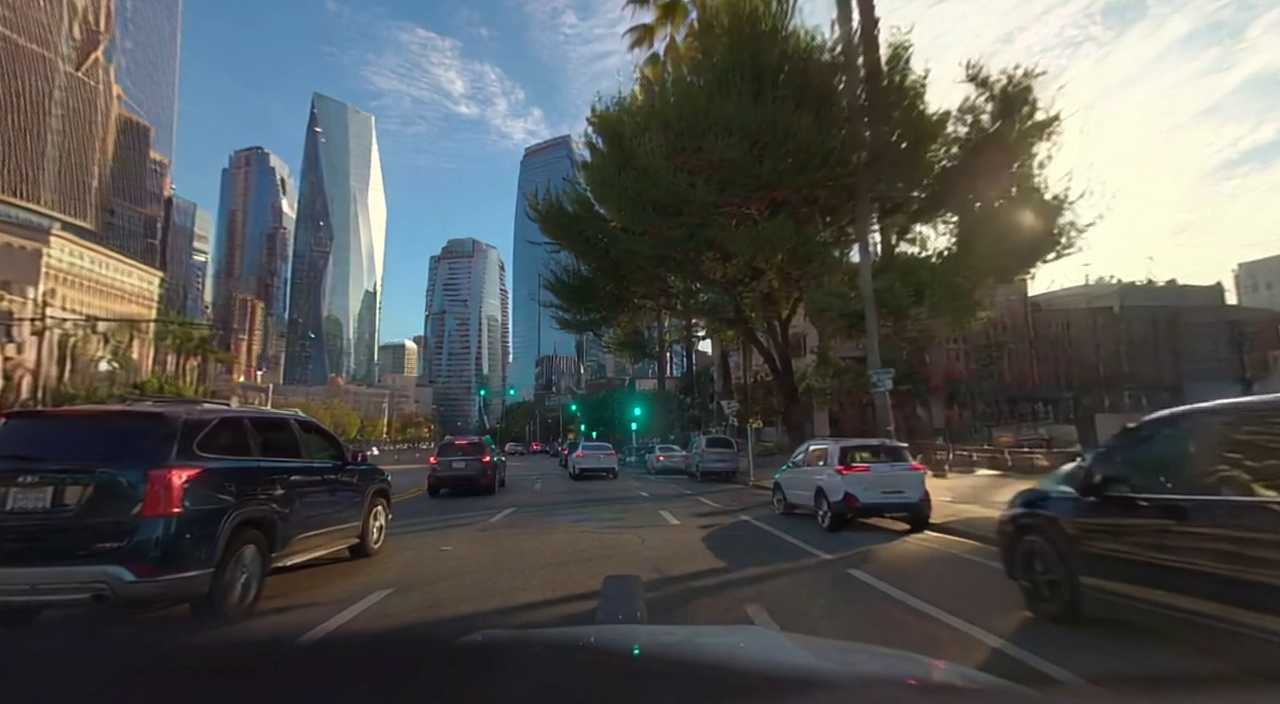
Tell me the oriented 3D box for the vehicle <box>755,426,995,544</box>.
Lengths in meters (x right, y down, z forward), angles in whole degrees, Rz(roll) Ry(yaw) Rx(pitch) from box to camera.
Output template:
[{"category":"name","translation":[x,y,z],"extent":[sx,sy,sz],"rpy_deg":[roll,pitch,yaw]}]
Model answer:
[{"category":"vehicle","translation":[3.547,2.104,10.736],"extent":[1.808,1.526,4.894],"rpy_deg":[1,-8,-6]}]

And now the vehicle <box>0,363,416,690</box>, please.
[{"category":"vehicle","translation":[-3.659,1.263,5.642],"extent":[1.800,1.797,4.224],"rpy_deg":[0,-8,-1]}]

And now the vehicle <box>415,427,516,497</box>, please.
[{"category":"vehicle","translation":[-4.872,3.122,18.244],"extent":[2.014,1.740,4.392],"rpy_deg":[1,-8,-5]}]

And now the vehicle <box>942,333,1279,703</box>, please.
[{"category":"vehicle","translation":[3.974,0.910,3.576],"extent":[1.963,1.802,4.648],"rpy_deg":[1,-8,-3]}]

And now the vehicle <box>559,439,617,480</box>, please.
[{"category":"vehicle","translation":[-2.108,4.158,24.559],"extent":[2.036,1.461,3.890],"rpy_deg":[1,-9,-8]}]
